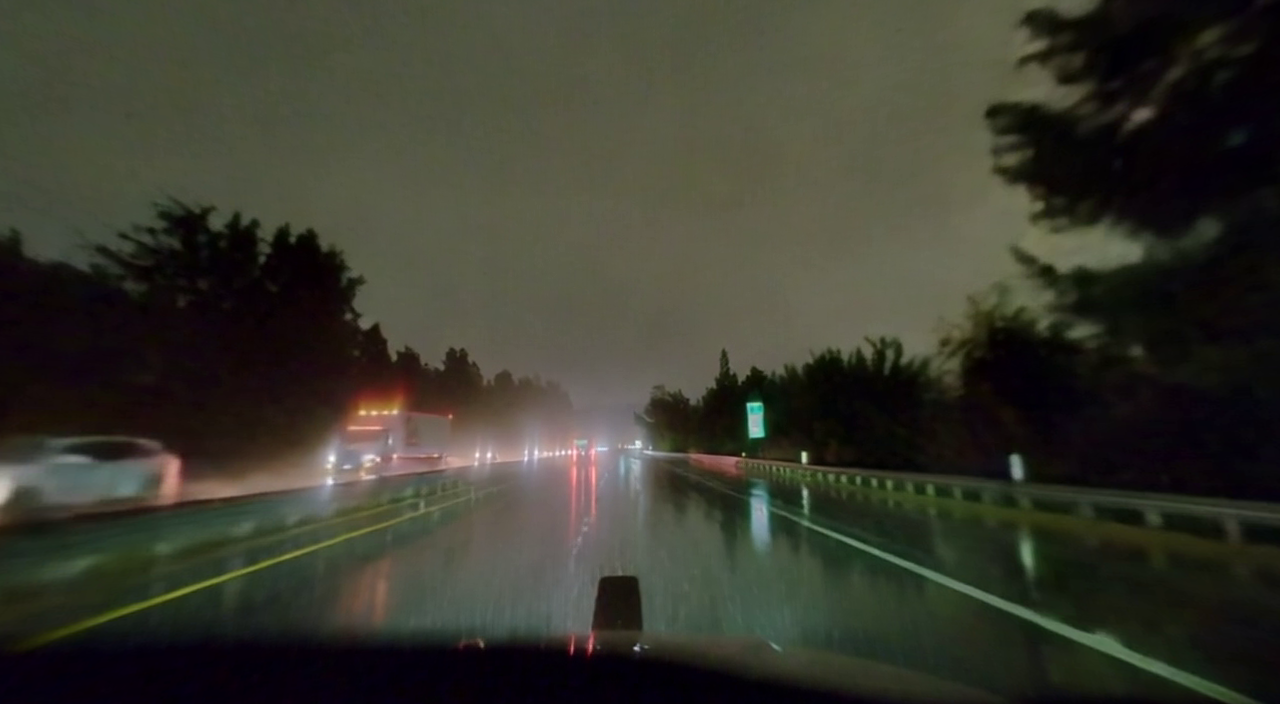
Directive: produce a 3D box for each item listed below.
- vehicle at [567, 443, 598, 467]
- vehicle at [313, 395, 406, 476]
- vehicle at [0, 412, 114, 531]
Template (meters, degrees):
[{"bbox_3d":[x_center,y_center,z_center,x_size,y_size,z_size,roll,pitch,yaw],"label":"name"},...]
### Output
[{"bbox_3d":[-4.224,7.680,46.816,2.098,1.692,4.038,0,-9,-2],"label":"vehicle"},{"bbox_3d":[-16.860,5.179,38.243,2.959,4.473,5.911,-1,-9,-1],"label":"vehicle"},{"bbox_3d":[-11.557,1.924,9.997,2.207,1.926,4.777,0,-9,-2],"label":"vehicle"}]
